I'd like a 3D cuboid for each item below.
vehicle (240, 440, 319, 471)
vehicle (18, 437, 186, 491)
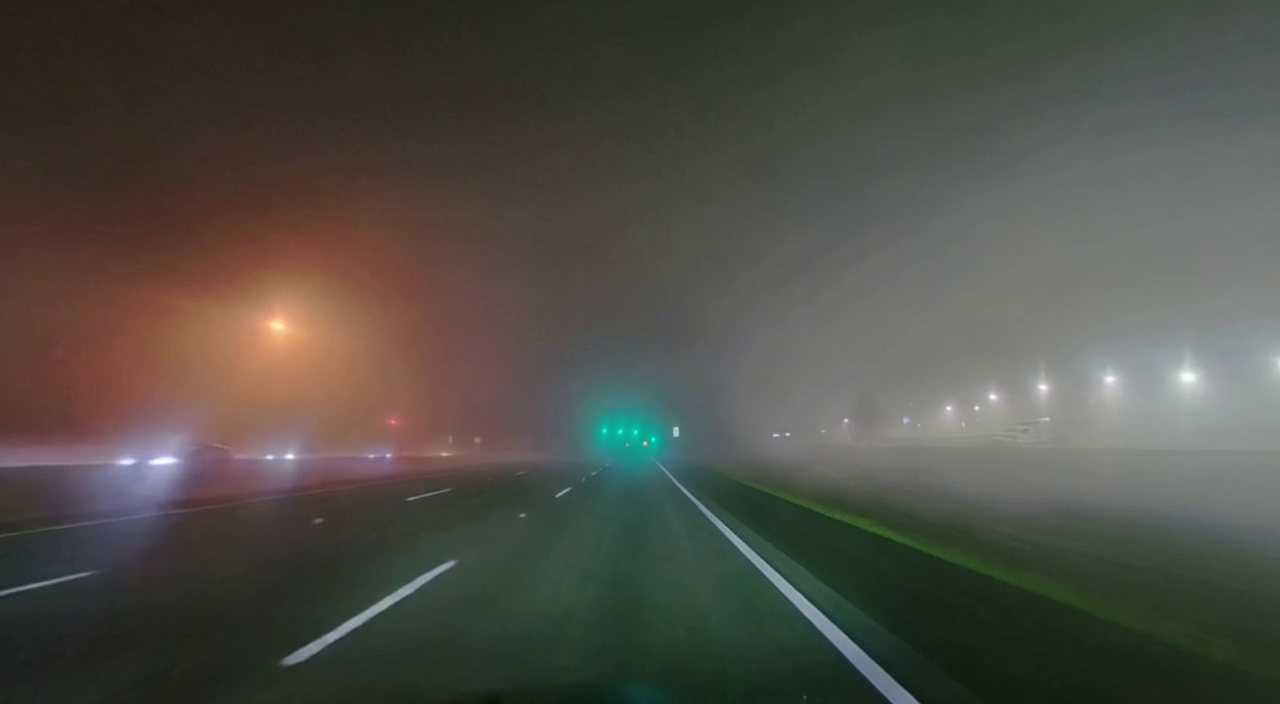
[{"bbox_3d":[-23.160,6.668,40.674,2.105,1.887,4.821,0,-9,1],"label":"vehicle"},{"bbox_3d":[-19.396,4.039,23.066,2.064,1.750,4.641,0,-9,-1],"label":"vehicle"}]
